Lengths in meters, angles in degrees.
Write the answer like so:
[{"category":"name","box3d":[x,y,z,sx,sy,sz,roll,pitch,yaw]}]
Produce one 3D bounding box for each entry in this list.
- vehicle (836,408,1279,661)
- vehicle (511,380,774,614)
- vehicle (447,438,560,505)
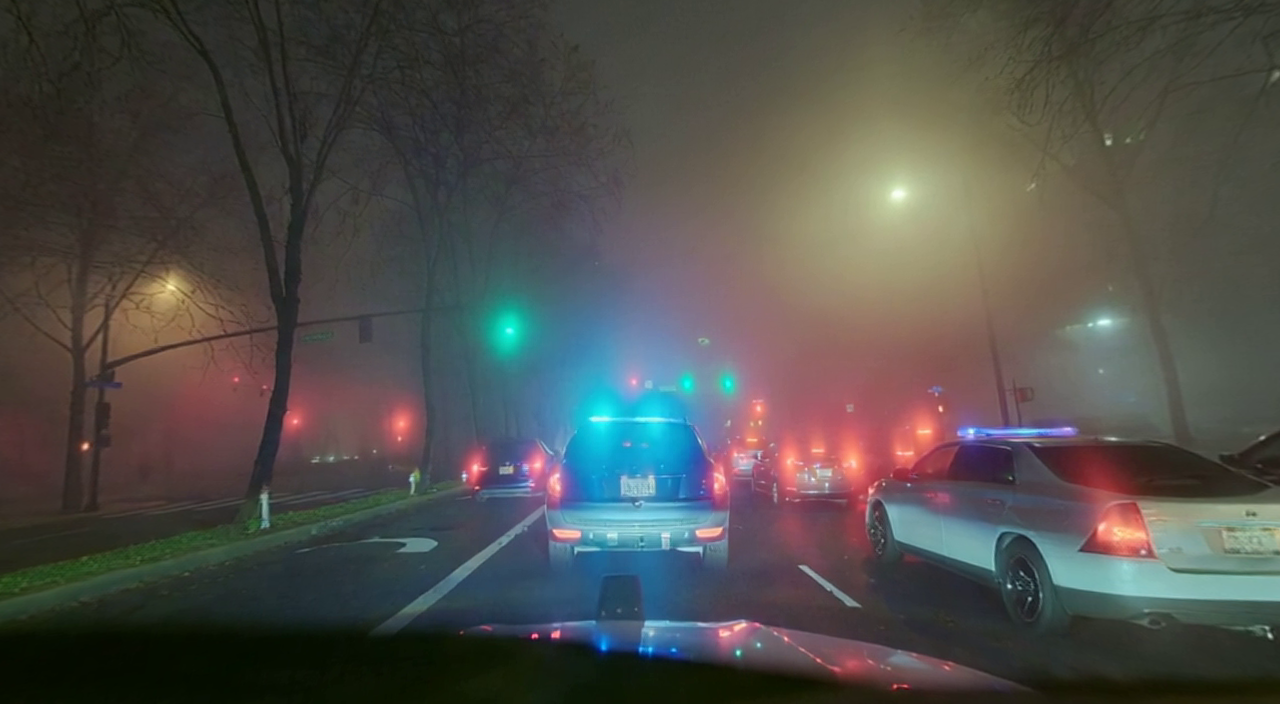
[{"category":"vehicle","box3d":[3.646,1.413,6.077,1.995,1.483,4.533,0,-8,-1]},{"category":"vehicle","box3d":[-0.030,1.457,7.264,2.038,1.819,4.505,0,-8,-1]},{"category":"vehicle","box3d":[-3.306,2.980,16.209,1.913,1.464,4.276,0,-8,0]}]
